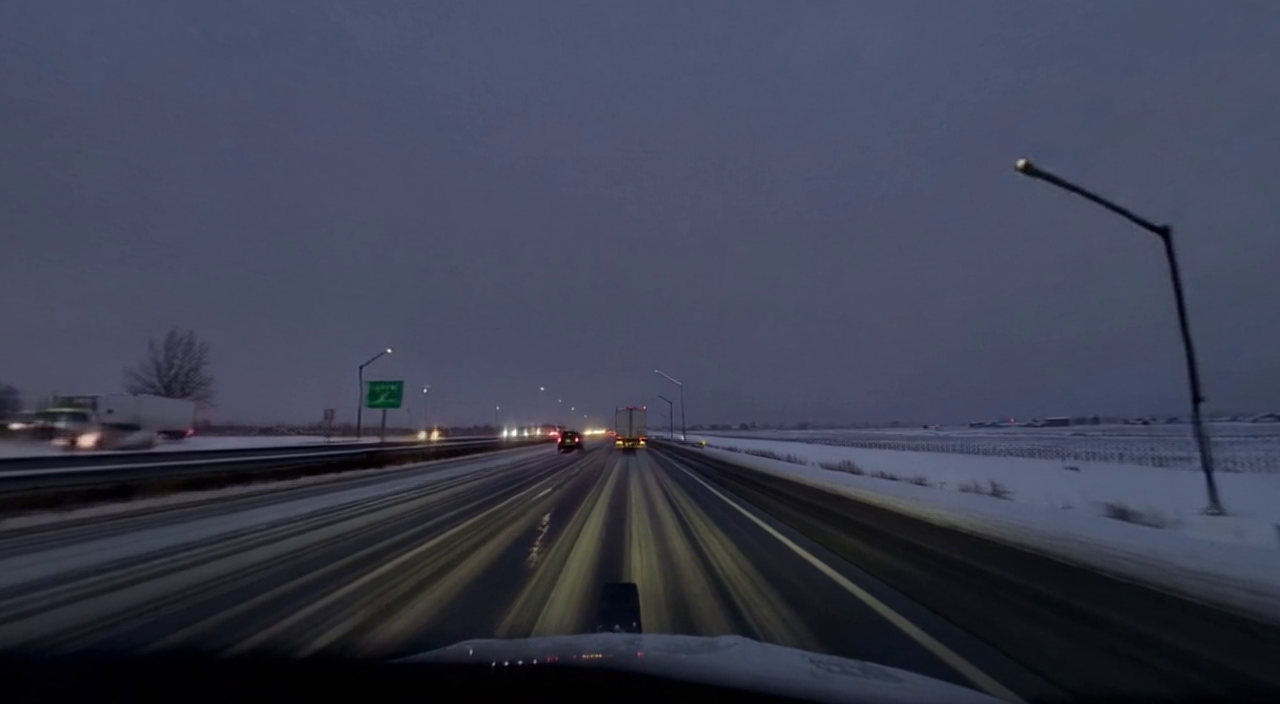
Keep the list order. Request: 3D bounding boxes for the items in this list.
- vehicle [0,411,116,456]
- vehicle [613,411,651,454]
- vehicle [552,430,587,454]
[{"bbox_3d":[-23.970,3.283,25.341,1.993,1.658,4.276,0,-8,-1],"label":"vehicle"},{"bbox_3d":[-0.634,5.524,43.190,2.418,2.704,6.445,0,-8,-2],"label":"vehicle"},{"bbox_3d":[-4.694,6.041,42.224,1.932,1.544,3.864,0,-8,-1],"label":"vehicle"}]
